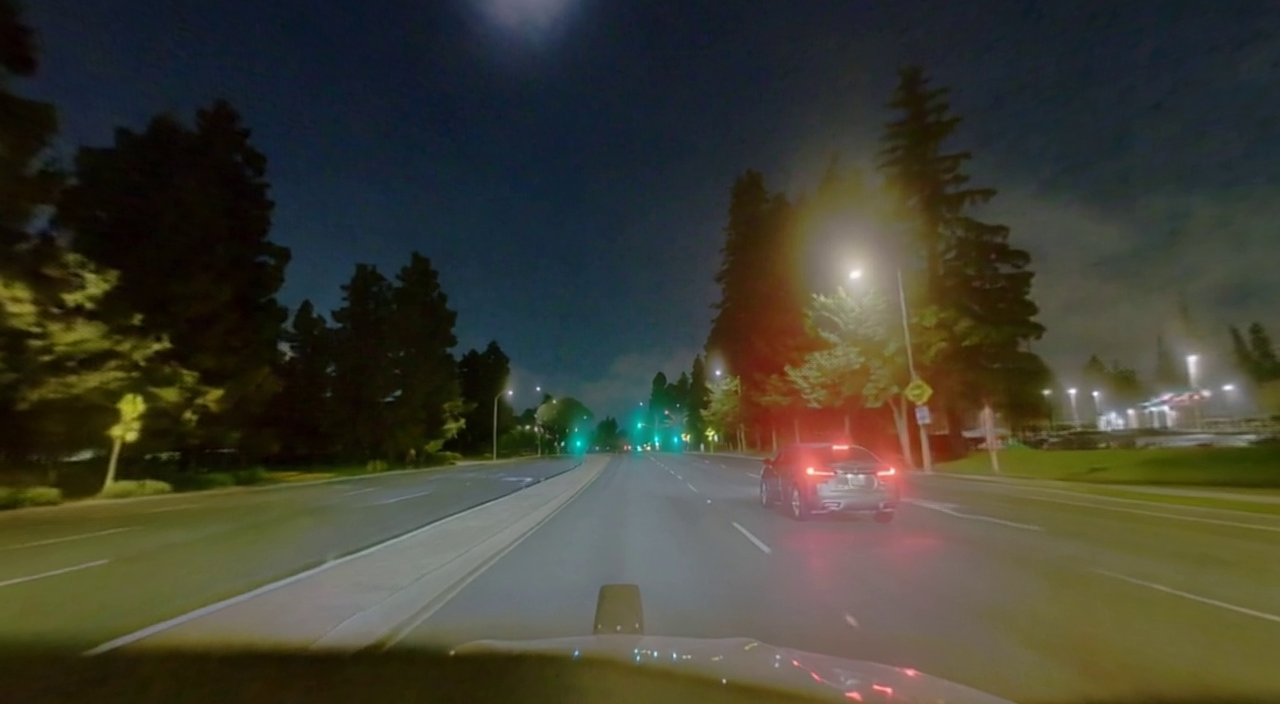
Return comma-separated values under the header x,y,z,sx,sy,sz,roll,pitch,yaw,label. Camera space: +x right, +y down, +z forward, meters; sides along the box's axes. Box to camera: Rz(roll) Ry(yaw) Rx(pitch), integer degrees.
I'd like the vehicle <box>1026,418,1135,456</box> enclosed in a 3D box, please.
x,y,z,sx,sy,sz,roll,pitch,yaw,label
25.683,4.975,36.951,4.733,2.074,2.022,0,-9,-1,vehicle

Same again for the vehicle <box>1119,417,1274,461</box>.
x,y,z,sx,sy,sz,roll,pitch,yaw,label
24.807,3.927,28.335,4.672,1.810,2.367,0,-9,-1,vehicle

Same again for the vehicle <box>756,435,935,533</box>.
x,y,z,sx,sy,sz,roll,pitch,yaw,label
3.524,2.346,11.745,1.852,1.453,4.083,0,-9,-2,vehicle
